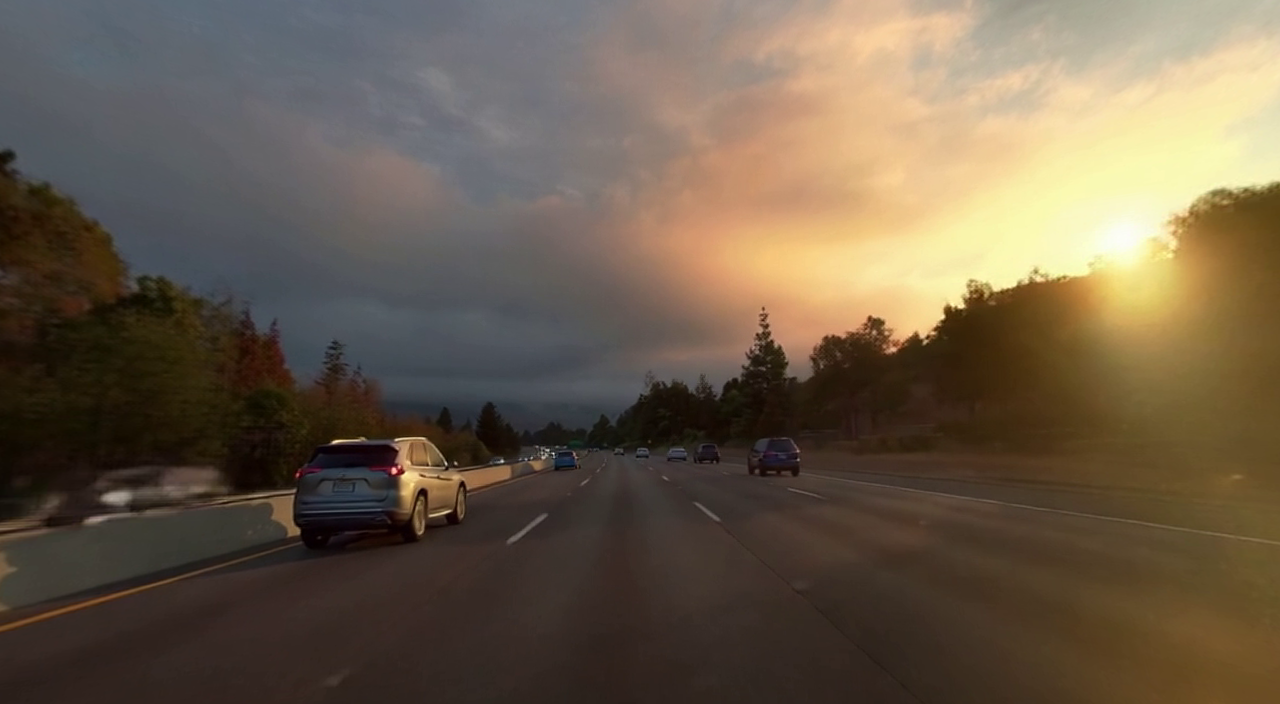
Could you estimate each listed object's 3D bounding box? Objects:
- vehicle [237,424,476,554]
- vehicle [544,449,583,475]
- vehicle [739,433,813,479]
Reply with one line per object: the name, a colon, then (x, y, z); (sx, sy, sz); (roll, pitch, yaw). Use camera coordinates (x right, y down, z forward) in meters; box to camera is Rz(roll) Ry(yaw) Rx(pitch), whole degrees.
vehicle: (-4.420, 2.190, 10.759); (2.079, 1.745, 4.281); (0, -9, -1)
vehicle: (-4.623, 6.715, 38.657); (2.009, 1.488, 4.289); (0, -9, -2)
vehicle: (6.612, 5.124, 31.231); (2.378, 2.096, 5.119); (0, -9, -2)
